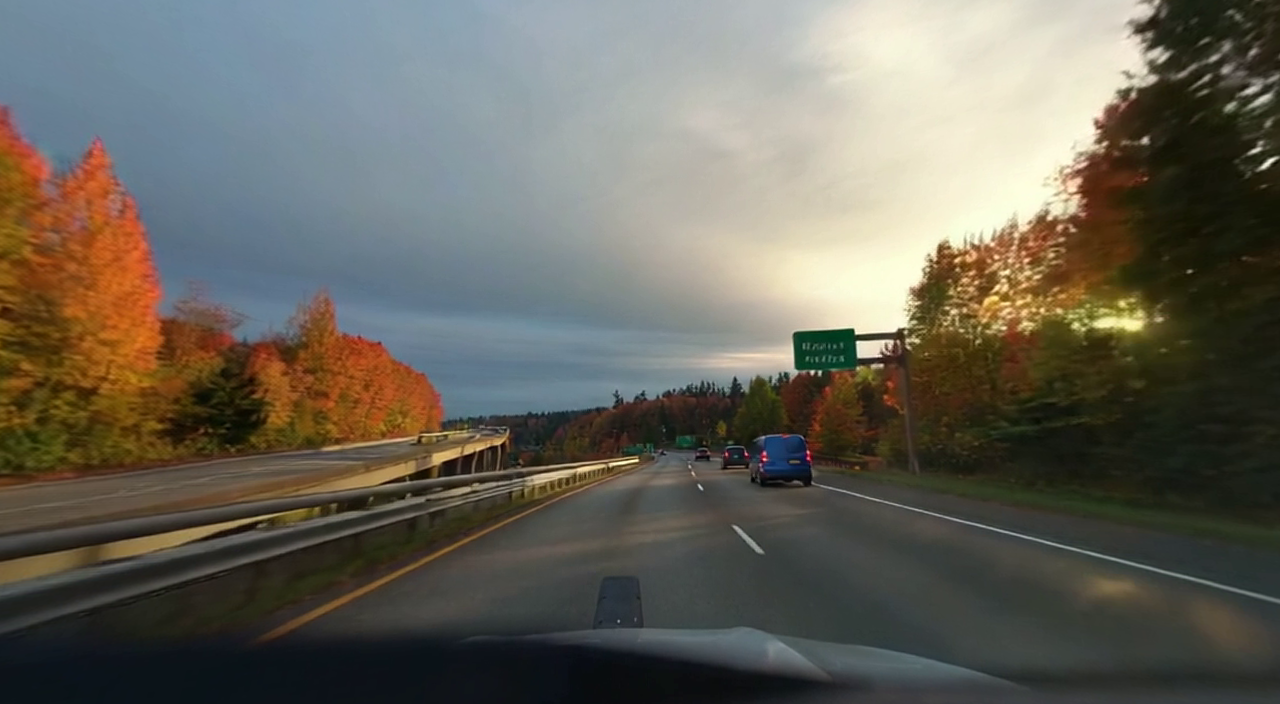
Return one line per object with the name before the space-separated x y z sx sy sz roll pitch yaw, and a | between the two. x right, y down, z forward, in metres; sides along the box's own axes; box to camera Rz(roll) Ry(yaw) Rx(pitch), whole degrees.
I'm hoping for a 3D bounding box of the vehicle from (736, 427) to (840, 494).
vehicle | 4.667 3.526 20.670 2.205 1.923 4.956 0 -9 0
